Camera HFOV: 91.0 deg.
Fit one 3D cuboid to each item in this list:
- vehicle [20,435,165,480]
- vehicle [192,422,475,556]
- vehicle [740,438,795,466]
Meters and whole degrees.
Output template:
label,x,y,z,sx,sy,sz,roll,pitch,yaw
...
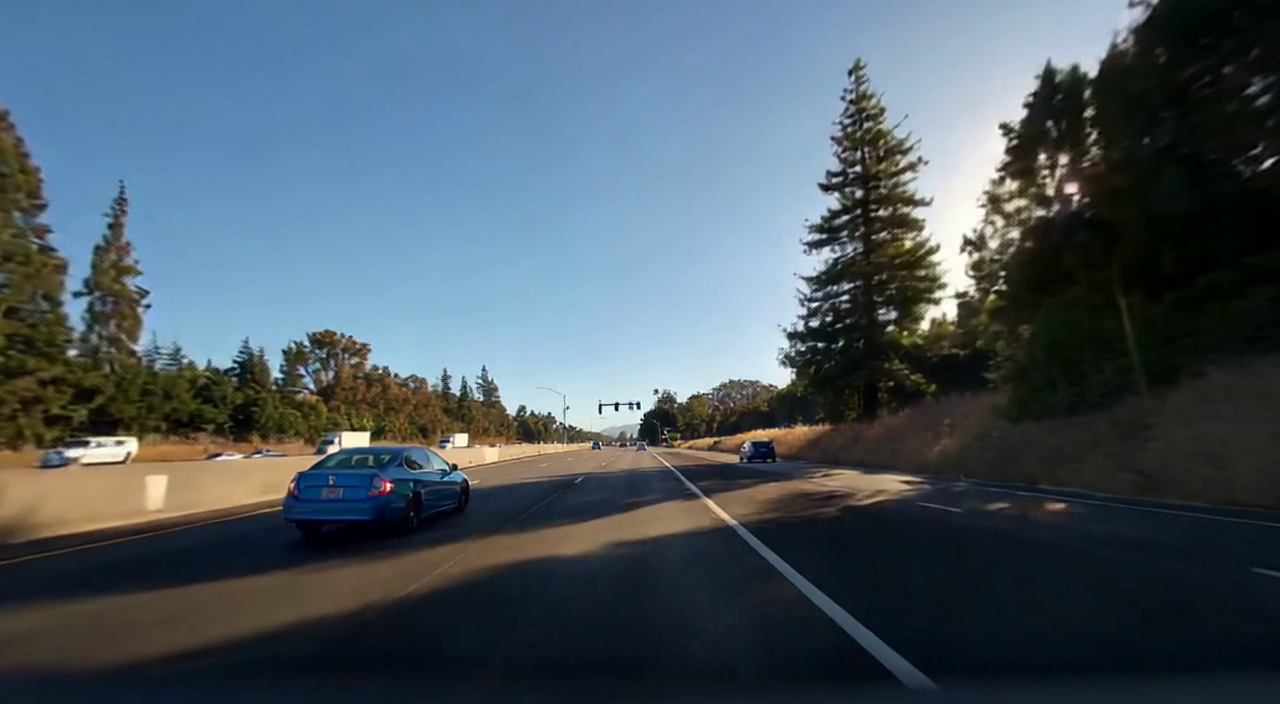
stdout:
label,x,y,z,sx,sy,sz,roll,pitch,yaw
vehicle,-28.418,5.477,33.049,2.300,2.162,5.838,0,-8,0
vehicle,-4.106,1.902,9.507,1.987,1.516,4.478,0,-8,0
vehicle,7.333,5.777,36.588,2.049,1.481,4.774,0,-8,-2
